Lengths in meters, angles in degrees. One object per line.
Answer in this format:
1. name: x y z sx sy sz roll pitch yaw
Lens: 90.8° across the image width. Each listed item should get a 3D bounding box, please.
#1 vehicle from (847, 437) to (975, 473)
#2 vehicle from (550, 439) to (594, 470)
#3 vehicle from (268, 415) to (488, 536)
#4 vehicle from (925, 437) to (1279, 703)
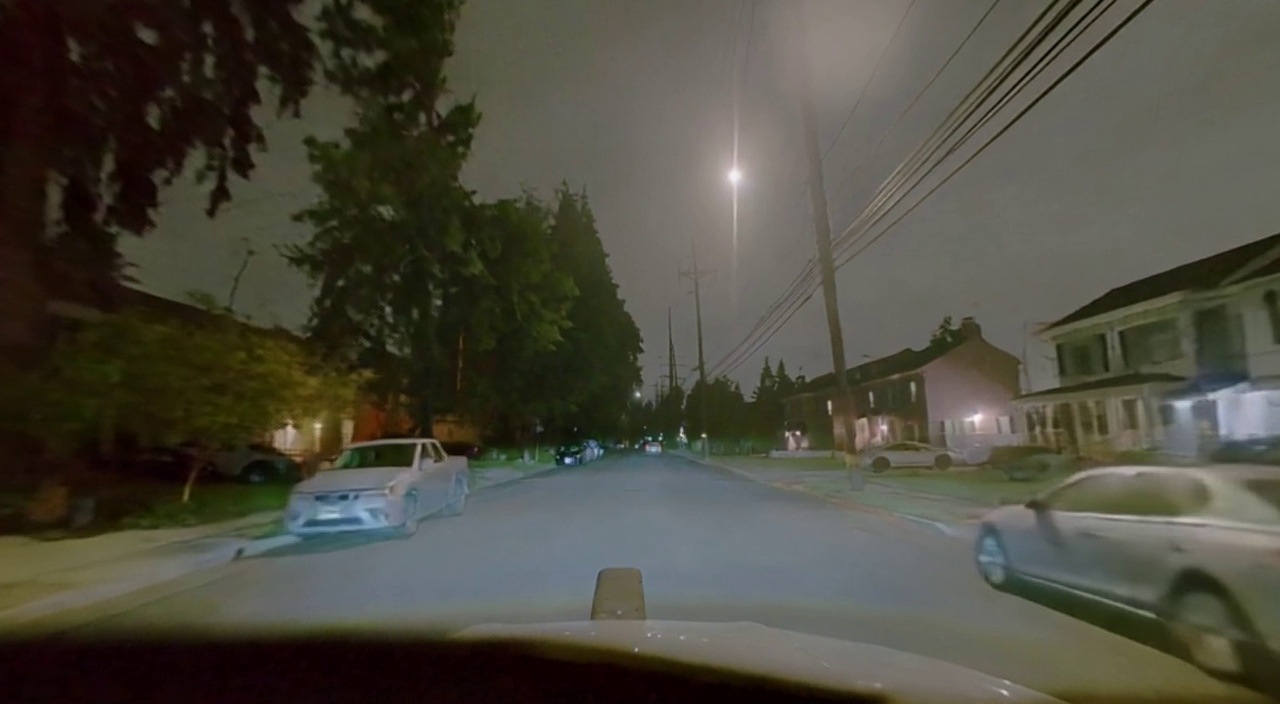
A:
1. vehicle: 11.990 4.579 28.217 4.700 1.441 2.167 -1 -8 -1
2. vehicle: -4.253 6.430 40.013 2.207 1.669 4.363 -3 -7 1
3. vehicle: -4.643 2.232 12.300 2.164 1.810 5.044 1 -7 -1
4. vehicle: 4.452 1.458 5.093 2.094 1.490 4.739 0 -8 0
